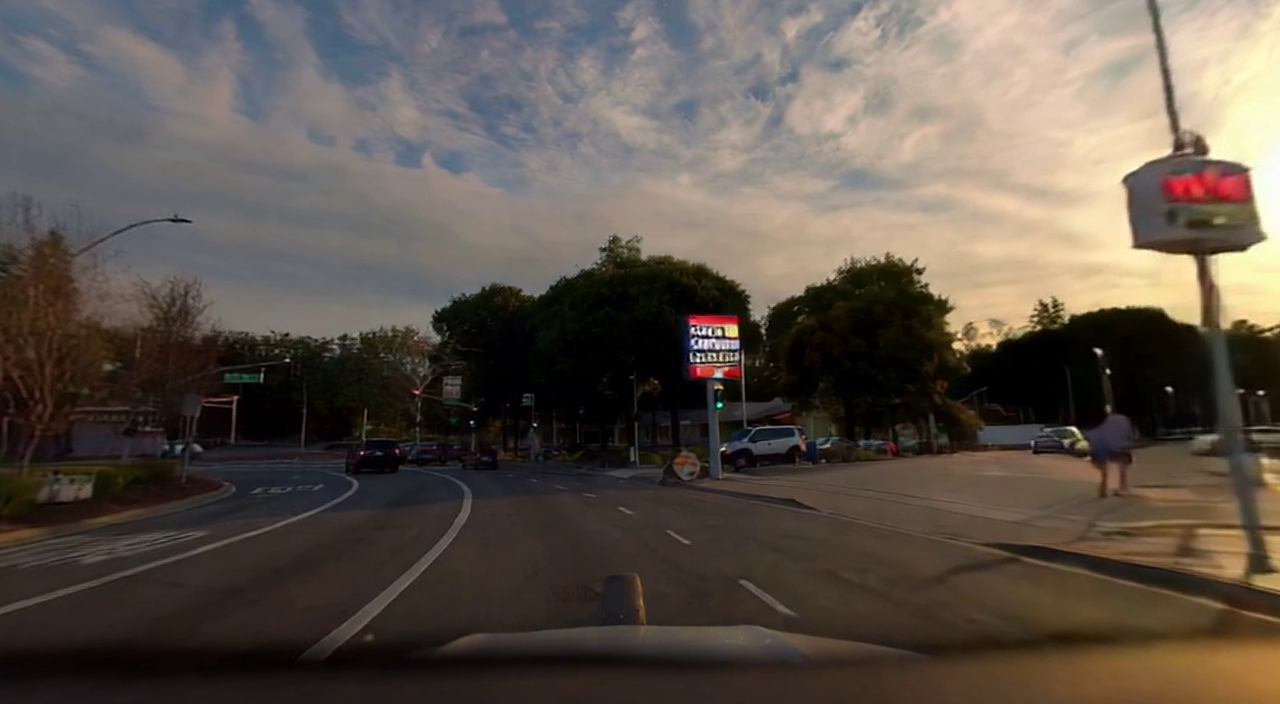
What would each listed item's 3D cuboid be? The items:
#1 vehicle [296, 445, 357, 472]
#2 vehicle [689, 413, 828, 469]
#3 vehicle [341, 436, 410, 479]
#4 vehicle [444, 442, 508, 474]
[{"bbox_3d":[-20.392,6.900,40.917,4.546,1.650,1.940,-8,-12,42],"label":"vehicle"},{"bbox_3d":[7.095,5.457,38.423,7.741,3.106,2.906,-6,-10,34],"label":"vehicle"},{"bbox_3d":[-13.831,5.433,32.731,2.254,2.006,4.766,6,-10,-34],"label":"vehicle"},{"bbox_3d":[-10.400,6.627,39.623,2.202,1.822,4.826,7,-11,-36],"label":"vehicle"}]
